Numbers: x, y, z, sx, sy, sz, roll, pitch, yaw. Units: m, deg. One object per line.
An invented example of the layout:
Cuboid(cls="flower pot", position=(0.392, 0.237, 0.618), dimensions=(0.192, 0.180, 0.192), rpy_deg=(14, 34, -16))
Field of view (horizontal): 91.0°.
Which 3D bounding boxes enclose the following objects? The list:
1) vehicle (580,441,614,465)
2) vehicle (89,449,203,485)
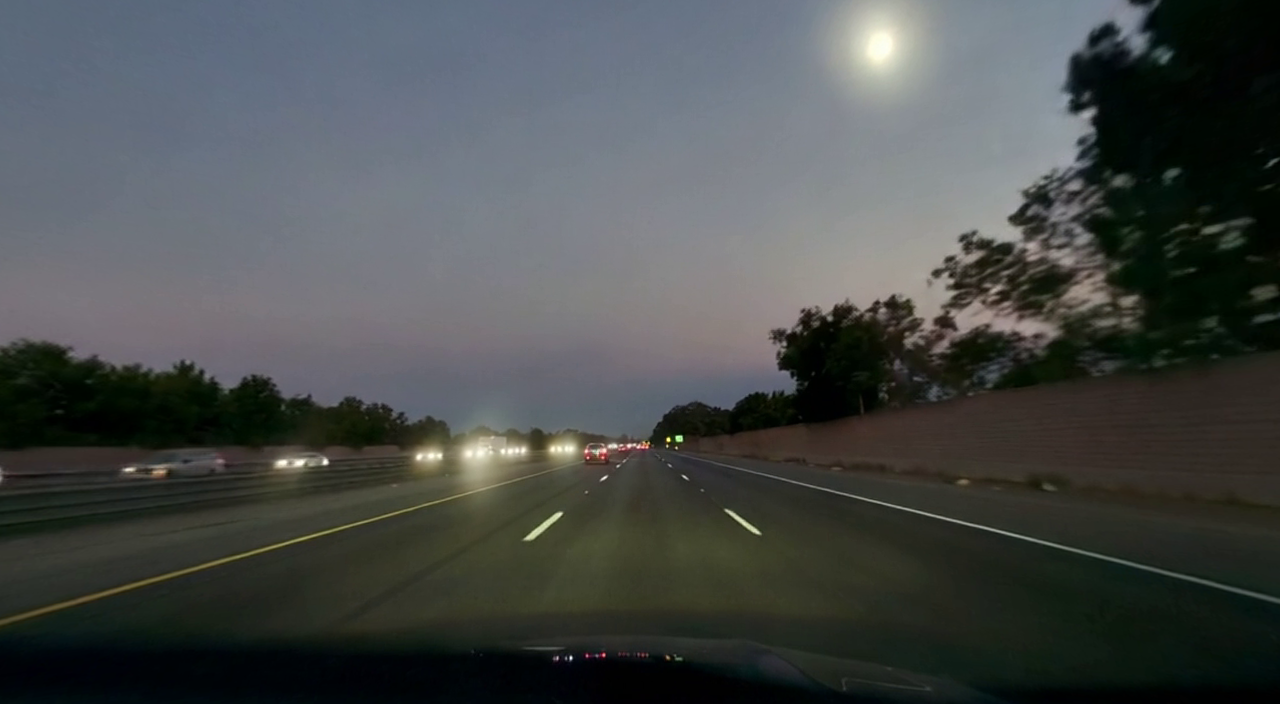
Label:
Cuboid(cls="vehicle", position=(-3.209, 7.667, 47.896), dimensions=(2.166, 1.723, 4.267), rpy_deg=(0, -9, 1))
Cuboid(cls="vehicle", position=(-24.411, 5.657, 31.370), dimensions=(1.893, 1.640, 4.541), rpy_deg=(0, -9, 0))
